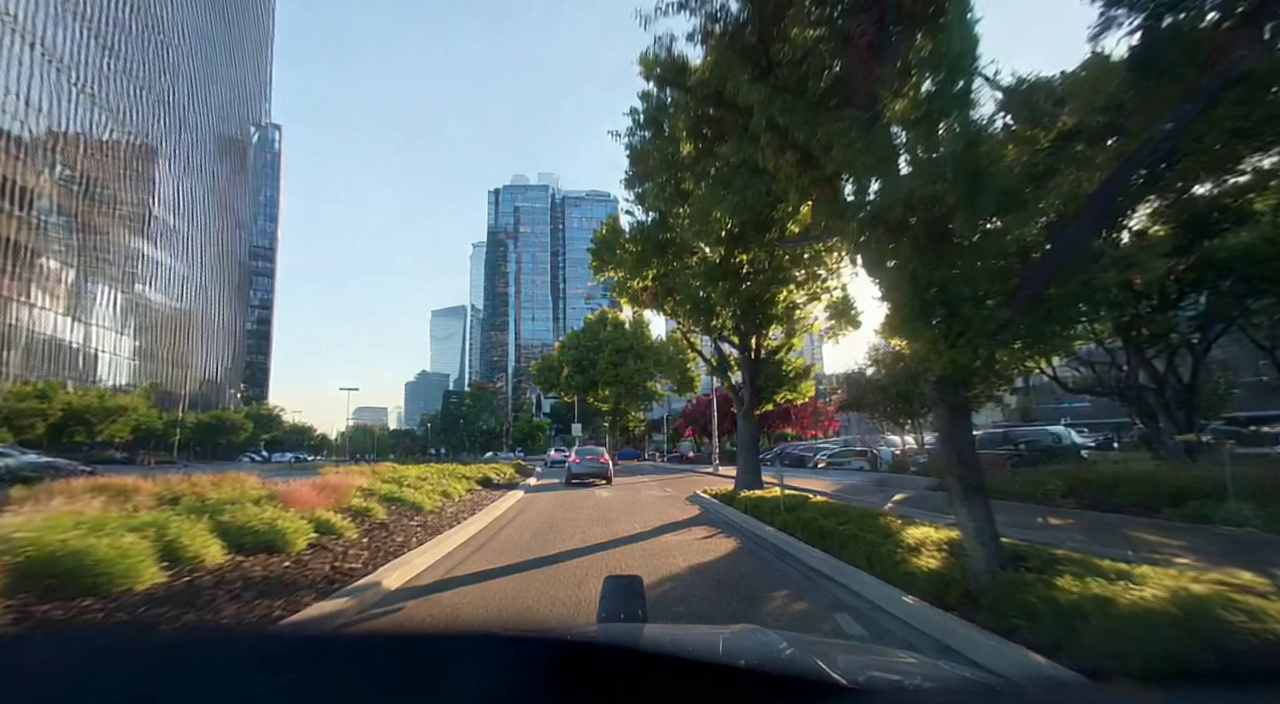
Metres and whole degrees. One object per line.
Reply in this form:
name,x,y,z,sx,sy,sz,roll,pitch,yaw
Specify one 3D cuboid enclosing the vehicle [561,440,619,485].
vehicle,-2.096,4.514,25.984,2.183,1.675,4.319,1,-9,-6
